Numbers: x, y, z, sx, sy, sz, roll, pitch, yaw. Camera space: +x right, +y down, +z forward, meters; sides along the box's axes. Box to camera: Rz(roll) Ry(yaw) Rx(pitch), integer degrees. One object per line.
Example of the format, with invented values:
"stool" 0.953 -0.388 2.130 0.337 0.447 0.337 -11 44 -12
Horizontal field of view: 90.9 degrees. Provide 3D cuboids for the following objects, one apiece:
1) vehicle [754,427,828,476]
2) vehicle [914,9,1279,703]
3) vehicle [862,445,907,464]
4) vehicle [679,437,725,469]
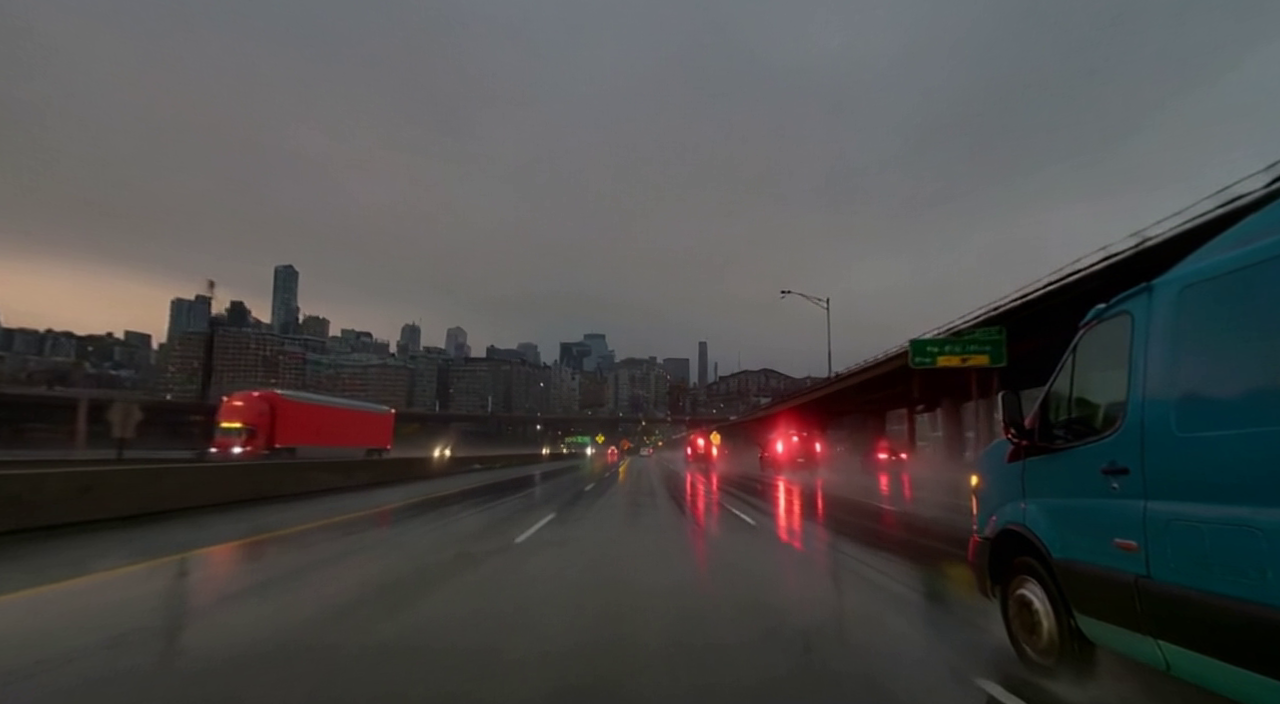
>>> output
"vehicle" 7.441 4.974 31.748 2.301 2.203 5.419 0 -8 -1
"vehicle" 3.286 0.131 1.059 2.436 2.745 7.034 0 -8 0
"vehicle" 19.020 7.962 49.178 1.802 1.463 4.148 0 -8 -1
"vehicle" 4.101 6.784 42.650 2.464 1.961 5.520 0 -8 -1
